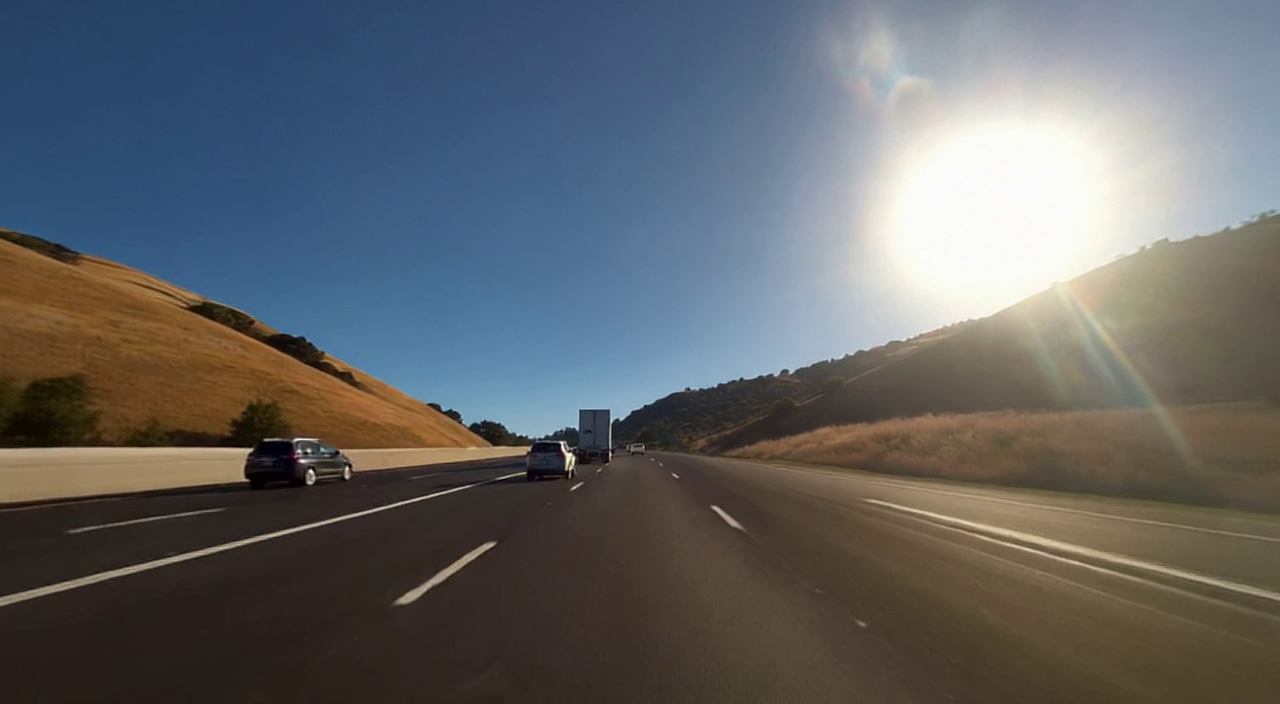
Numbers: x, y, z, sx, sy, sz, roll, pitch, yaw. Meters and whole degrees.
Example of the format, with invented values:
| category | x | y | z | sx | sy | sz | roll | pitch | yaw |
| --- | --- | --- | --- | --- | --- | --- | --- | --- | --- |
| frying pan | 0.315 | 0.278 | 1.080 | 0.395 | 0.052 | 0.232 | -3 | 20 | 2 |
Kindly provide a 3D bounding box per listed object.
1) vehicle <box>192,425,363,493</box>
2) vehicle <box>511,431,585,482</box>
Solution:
| category | x | y | z | sx | sy | sz | roll | pitch | yaw |
| --- | --- | --- | --- | --- | --- | --- | --- | --- | --- |
| vehicle | -11.114 | 3.323 | 19.922 | 2.130 | 1.828 | 5.523 | 0 | -8 | 0 |
| vehicle | -3.413 | 3.985 | 24.187 | 2.099 | 1.734 | 4.413 | 0 | -8 | 1 |
